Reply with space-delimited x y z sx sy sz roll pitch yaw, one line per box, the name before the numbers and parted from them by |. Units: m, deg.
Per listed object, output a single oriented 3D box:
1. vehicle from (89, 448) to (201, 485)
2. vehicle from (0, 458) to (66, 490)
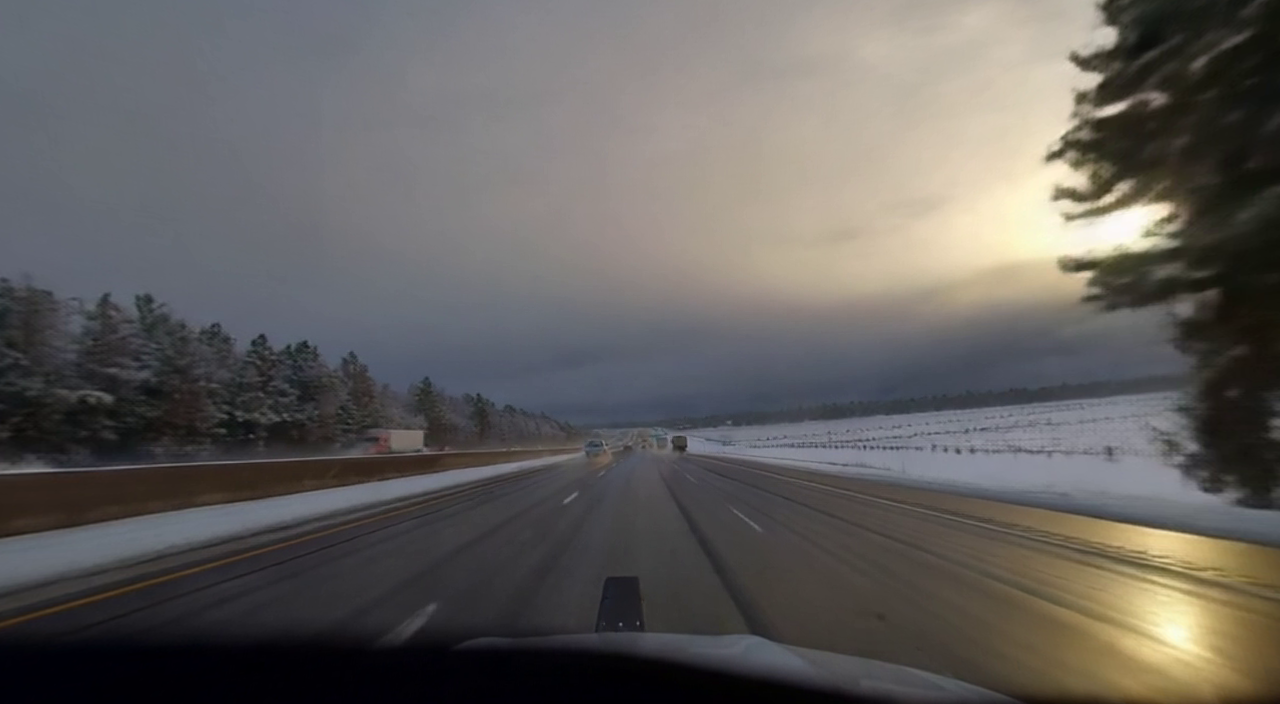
vehicle | -24.561 5.666 31.503 1.918 1.688 4.470 0 -9 0
vehicle | -32.489 6.216 32.155 1.870 1.539 4.637 0 -9 1
